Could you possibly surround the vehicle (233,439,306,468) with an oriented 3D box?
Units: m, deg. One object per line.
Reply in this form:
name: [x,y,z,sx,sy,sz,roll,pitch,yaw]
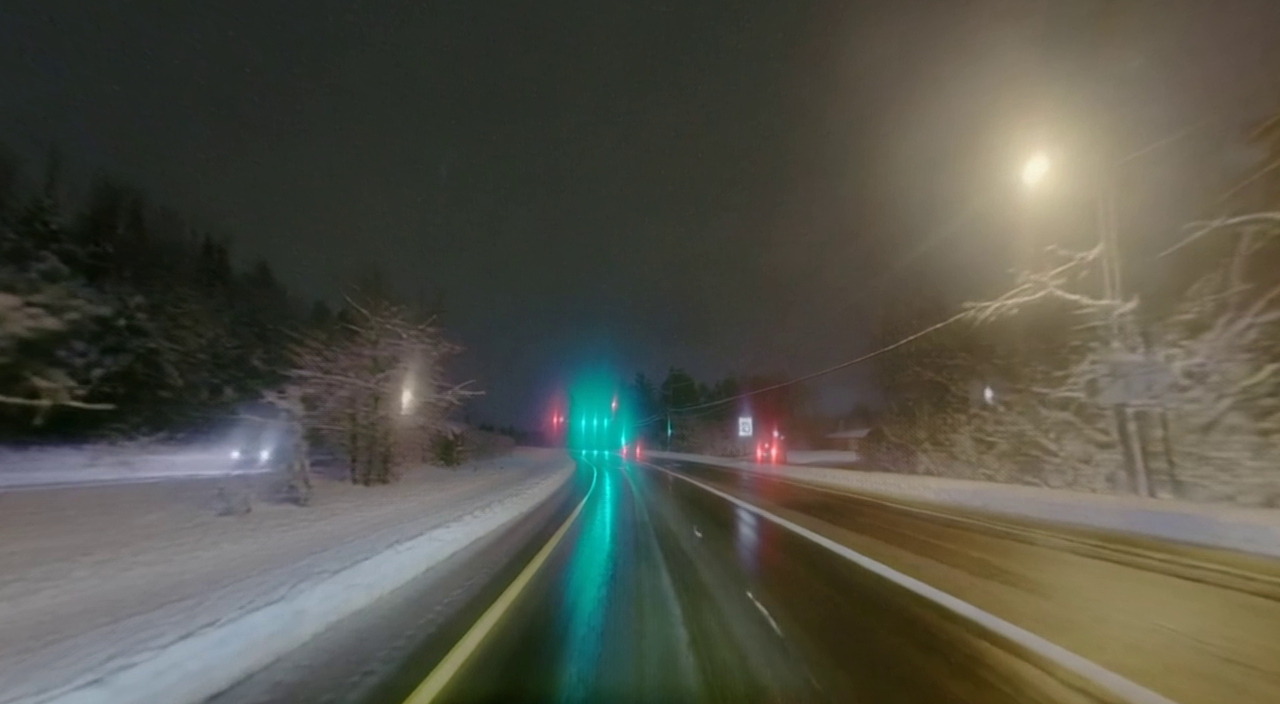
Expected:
vehicle: [-22.229,6.077,38.104,1.905,1.624,4.549,0,-9,-4]
